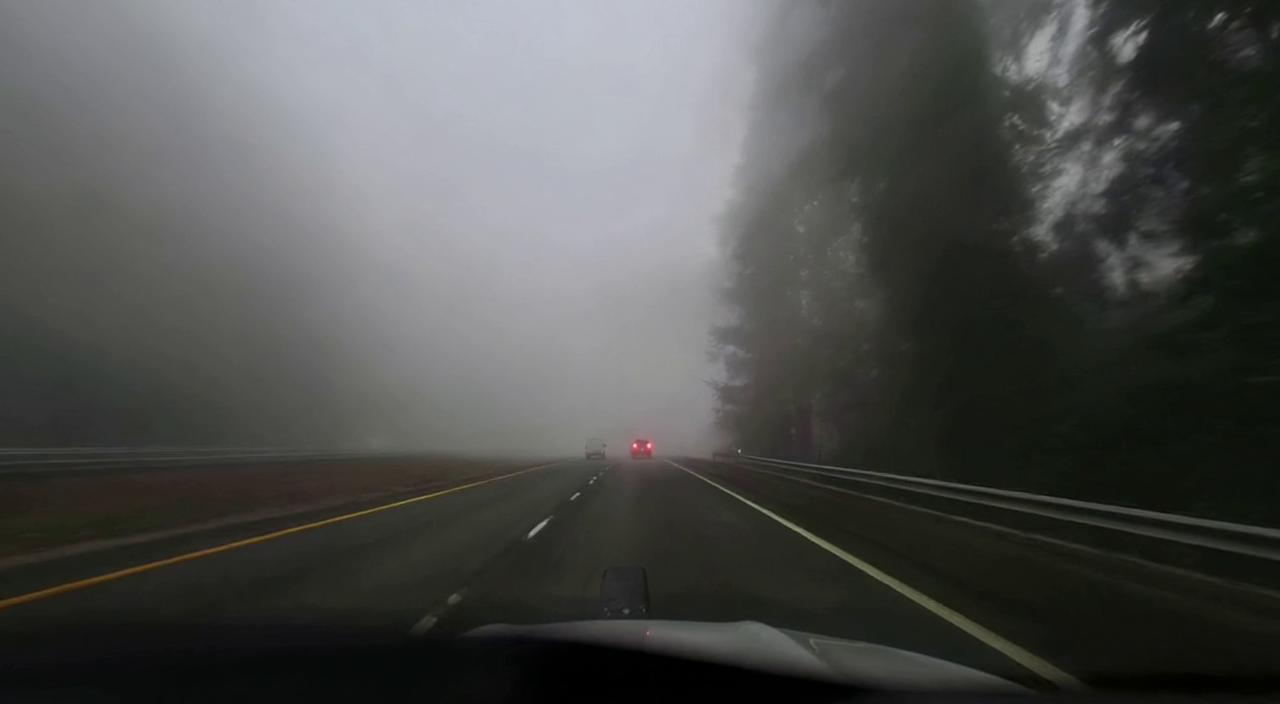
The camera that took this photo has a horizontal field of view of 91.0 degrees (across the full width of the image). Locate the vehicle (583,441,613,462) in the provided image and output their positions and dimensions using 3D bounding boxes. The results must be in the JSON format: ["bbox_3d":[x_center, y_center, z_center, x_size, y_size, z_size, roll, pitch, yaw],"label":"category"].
[{"bbox_3d":[-3.141,7.509,47.425,2.057,1.514,3.845,0,-8,-1],"label":"vehicle"}]
